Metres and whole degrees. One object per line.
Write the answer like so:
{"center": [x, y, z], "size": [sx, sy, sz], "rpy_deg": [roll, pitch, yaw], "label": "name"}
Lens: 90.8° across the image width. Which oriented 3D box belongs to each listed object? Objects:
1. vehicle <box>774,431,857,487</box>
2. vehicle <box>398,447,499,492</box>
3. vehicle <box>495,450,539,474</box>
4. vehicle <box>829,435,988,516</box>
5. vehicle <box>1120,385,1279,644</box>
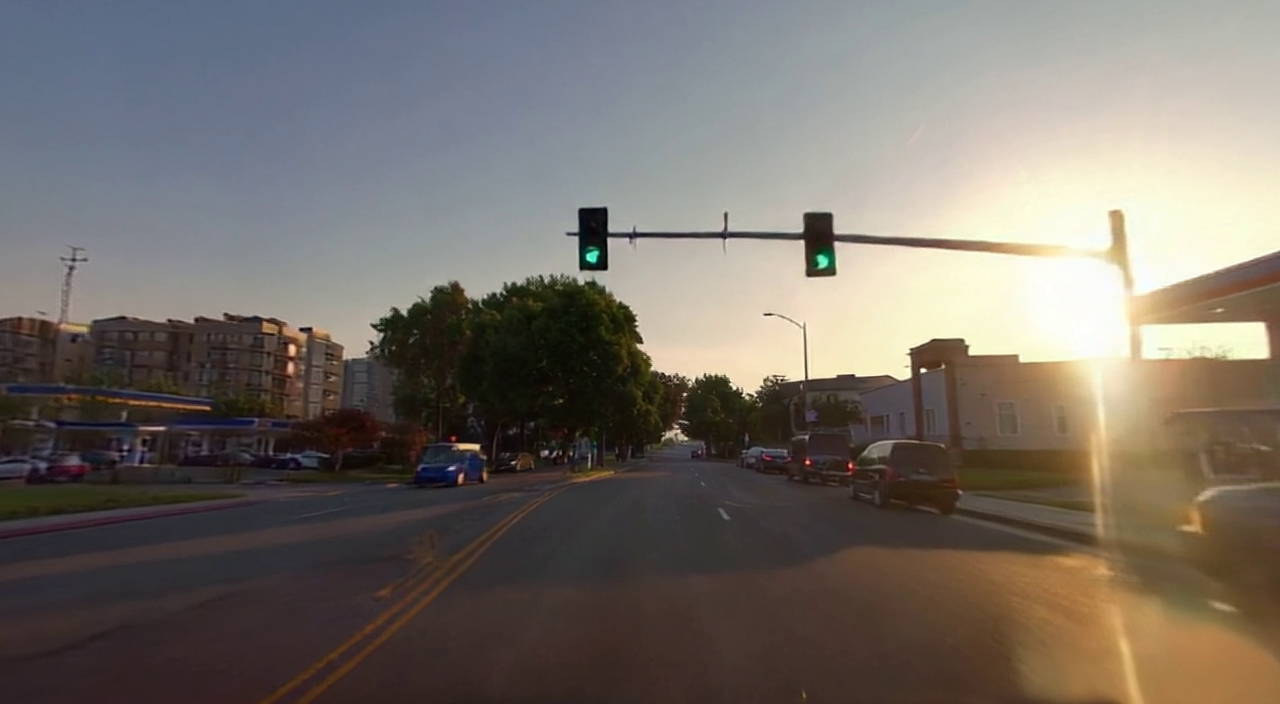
{"center": [7.310, 4.541, 27.070], "size": [2.181, 2.103, 6.044], "rpy_deg": [-1, -9, 4], "label": "vehicle"}
{"center": [-7.502, 4.634, 25.322], "size": [2.007, 1.606, 4.764], "rpy_deg": [-1, -9, 8], "label": "vehicle"}
{"center": [-8.851, 7.957, 45.847], "size": [1.954, 1.652, 4.440], "rpy_deg": [-1, -9, 5], "label": "vehicle"}
{"center": [6.615, 3.076, 16.334], "size": [1.995, 1.720, 5.067], "rpy_deg": [0, -9, 2], "label": "vehicle"}
{"center": [5.755, 1.052, 3.680], "size": [2.194, 1.896, 5.049], "rpy_deg": [-1, -9, 5], "label": "vehicle"}
